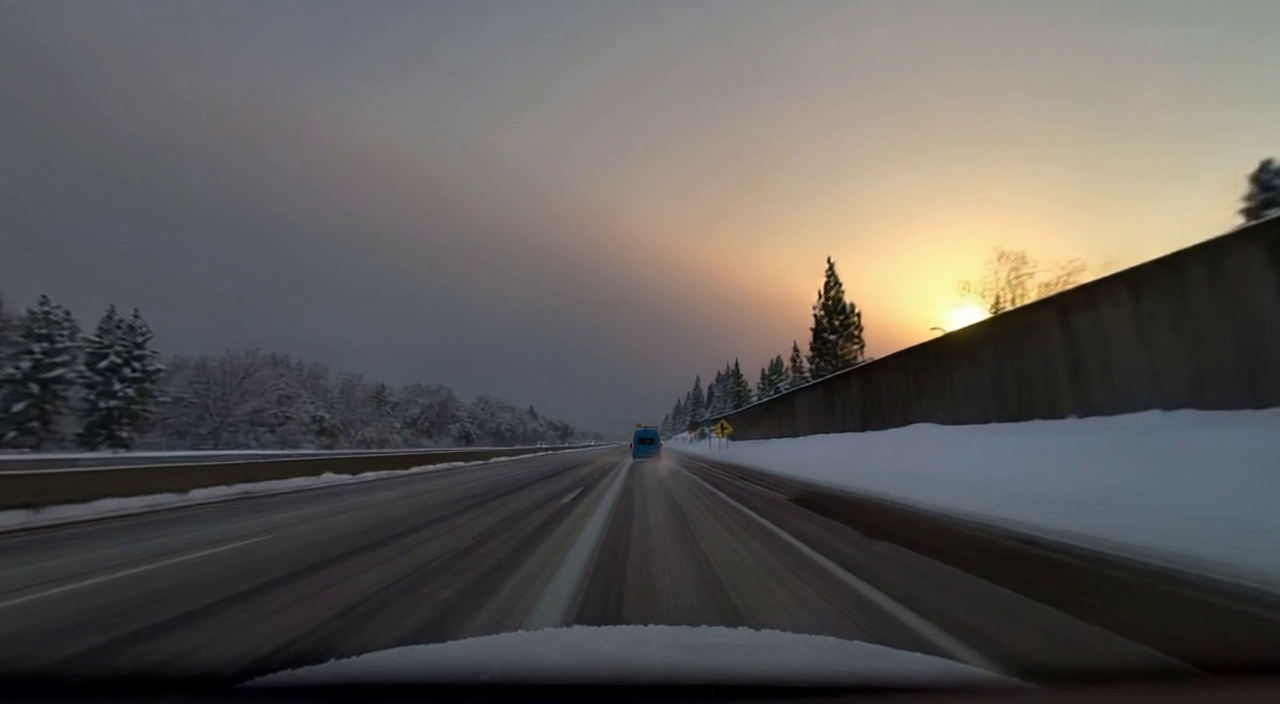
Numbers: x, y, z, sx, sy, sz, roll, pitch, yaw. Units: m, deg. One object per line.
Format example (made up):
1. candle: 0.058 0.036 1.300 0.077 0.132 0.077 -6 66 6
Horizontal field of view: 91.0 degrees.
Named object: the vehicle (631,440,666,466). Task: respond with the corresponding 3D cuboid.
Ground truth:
1. vehicle: 0.485 6.017 37.566 1.997 1.484 3.409 0 -8 0
